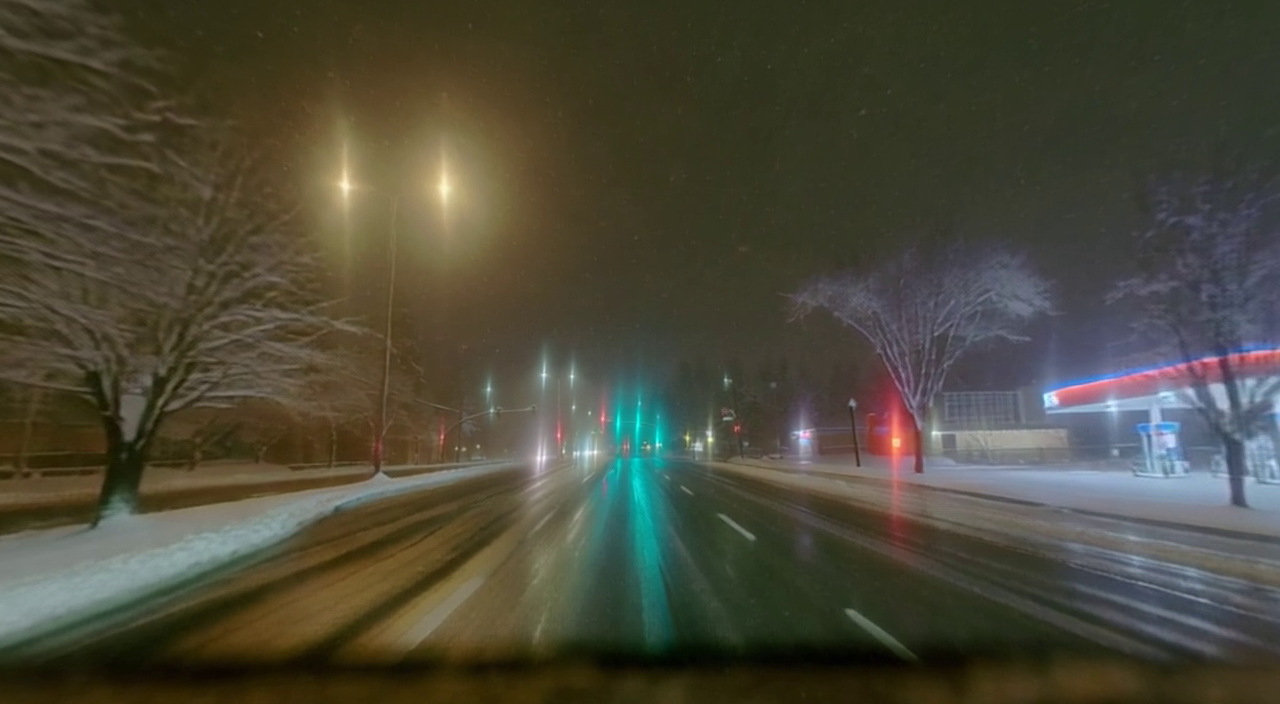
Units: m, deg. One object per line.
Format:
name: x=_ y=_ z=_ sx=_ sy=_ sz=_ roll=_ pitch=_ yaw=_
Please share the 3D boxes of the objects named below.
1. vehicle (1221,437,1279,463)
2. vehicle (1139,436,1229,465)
vehicle: x=36.741 y=5.731 z=36.970 sx=1.665 sy=1.442 sz=3.759 roll=0 pitch=-8 yaw=-4
vehicle: x=31.076 y=5.641 z=36.225 sx=1.591 sy=1.491 sz=4.005 roll=-2 pitch=-9 yaw=1
